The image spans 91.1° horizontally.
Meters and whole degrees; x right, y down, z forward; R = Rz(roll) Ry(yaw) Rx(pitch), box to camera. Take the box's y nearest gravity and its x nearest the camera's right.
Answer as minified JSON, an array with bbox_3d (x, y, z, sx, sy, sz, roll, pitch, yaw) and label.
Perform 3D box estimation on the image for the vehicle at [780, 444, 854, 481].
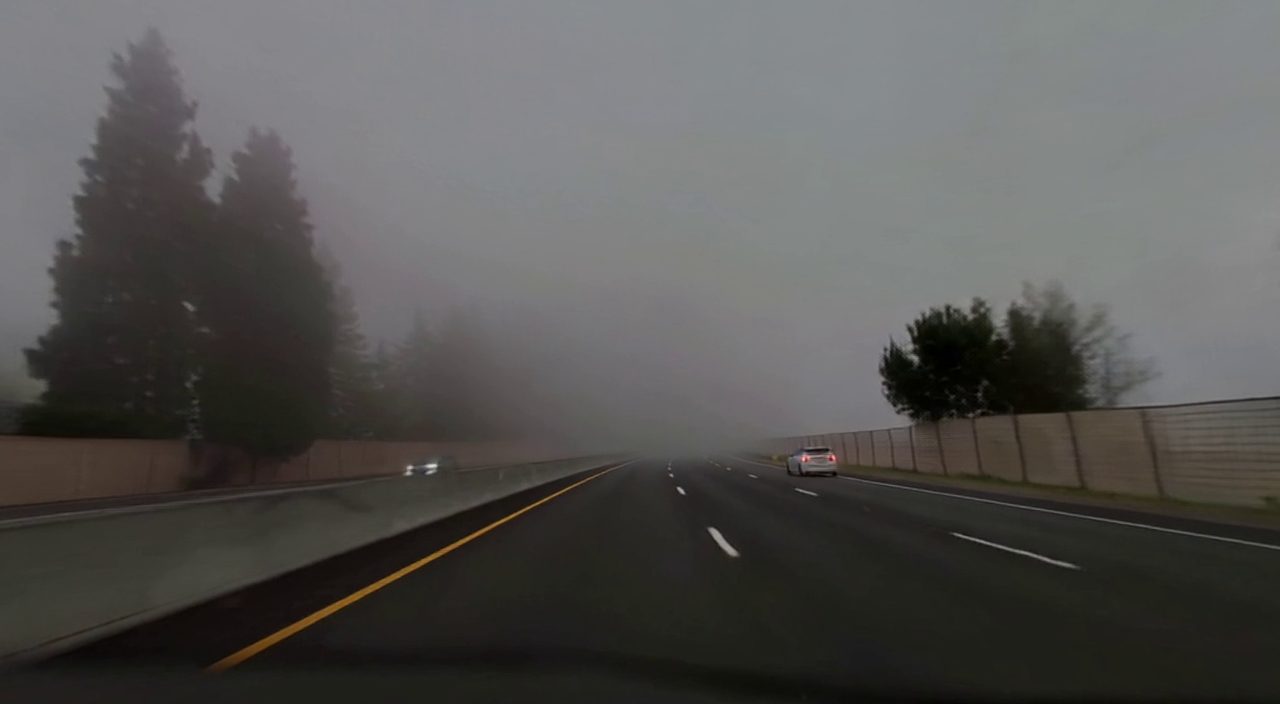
[{"bbox_3d":[7.896,4.966,28.489,1.983,1.486,4.545,0,-9,0],"label":"vehicle"}]

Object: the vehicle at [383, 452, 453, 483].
[{"bbox_3d":[-12.261,6.390,35.085,2.061,1.520,4.669,-1,-9,2],"label":"vehicle"}]
